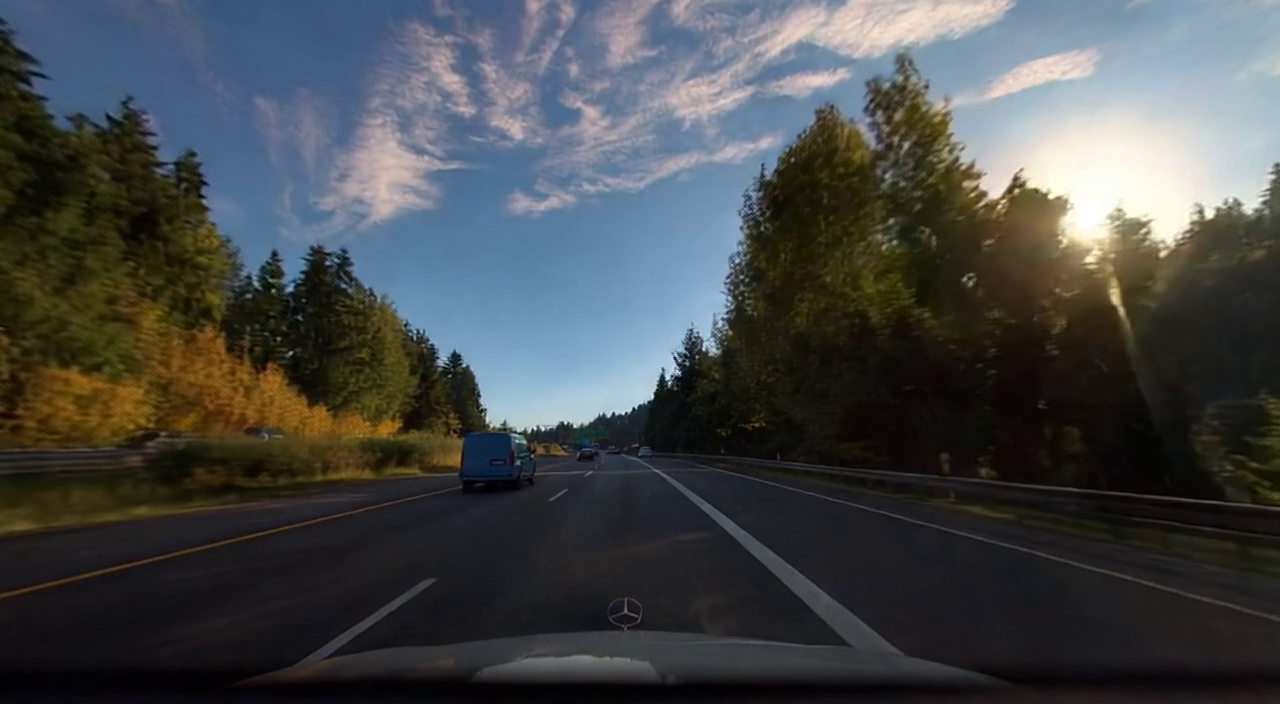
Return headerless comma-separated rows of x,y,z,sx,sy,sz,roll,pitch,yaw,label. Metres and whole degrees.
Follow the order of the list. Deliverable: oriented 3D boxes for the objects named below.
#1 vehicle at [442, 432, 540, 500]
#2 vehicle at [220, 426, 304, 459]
-4.349,3.402,19.157,1.971,1.795,4.389,0,-9,-1,vehicle
-18.550,4.494,31.096,1.879,1.492,3.607,0,-9,0,vehicle
